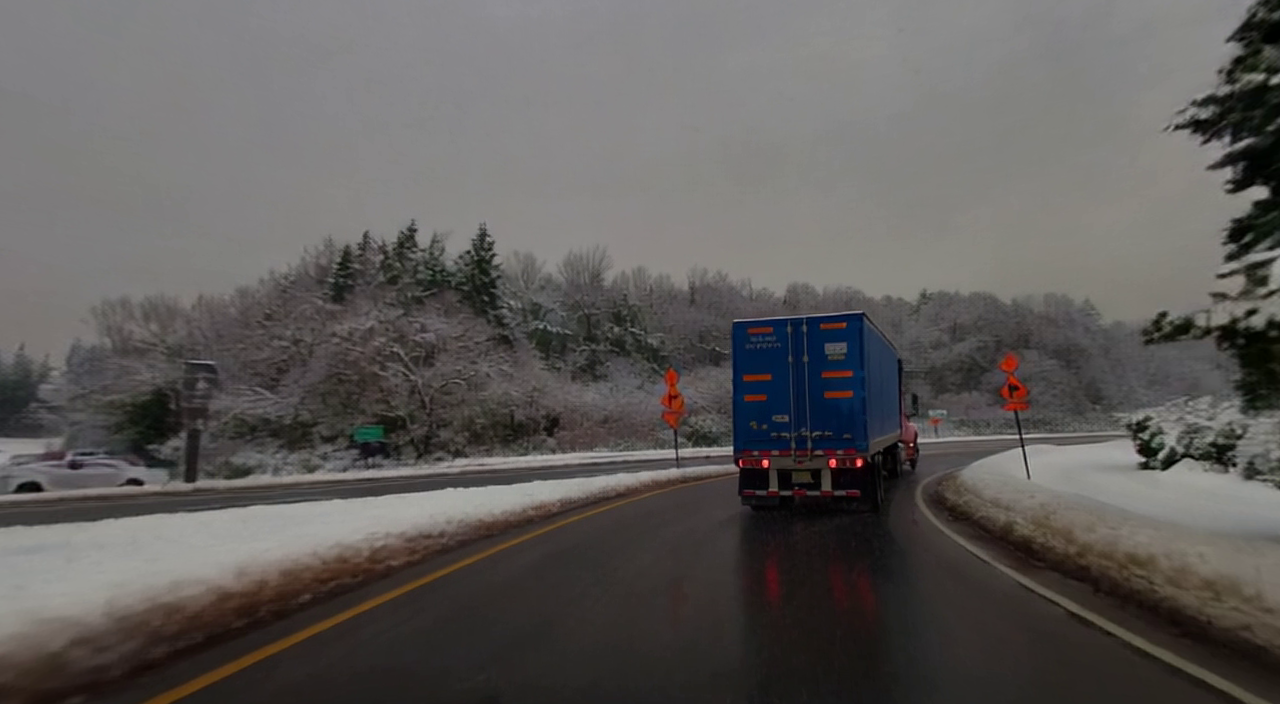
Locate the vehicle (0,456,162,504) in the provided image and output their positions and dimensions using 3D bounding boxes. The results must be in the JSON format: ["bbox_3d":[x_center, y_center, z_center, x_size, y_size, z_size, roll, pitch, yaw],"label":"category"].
[{"bbox_3d":[-20.015,4.515,22.560,4.350,1.410,1.726,6,-10,-41],"label":"vehicle"}]

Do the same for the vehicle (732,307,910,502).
[{"bbox_3d":[5.245,1.587,16.548,2.937,3.647,9.344,-4,-8,24],"label":"vehicle"}]
